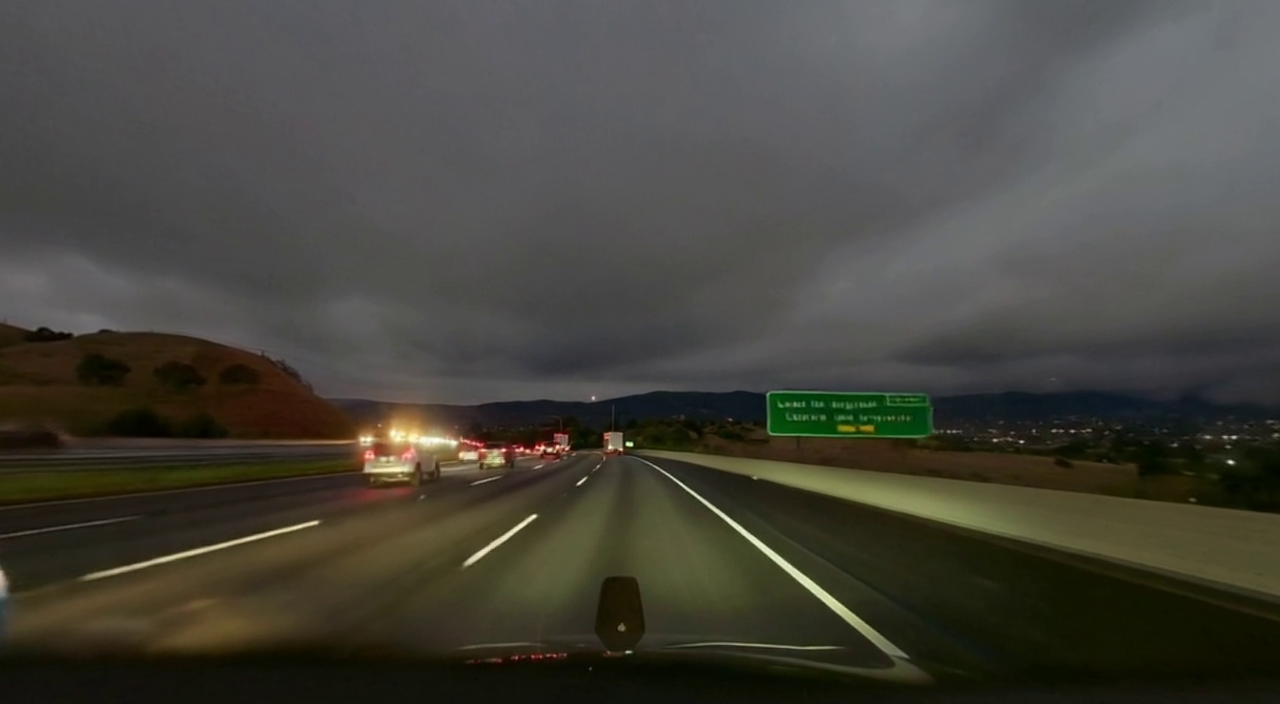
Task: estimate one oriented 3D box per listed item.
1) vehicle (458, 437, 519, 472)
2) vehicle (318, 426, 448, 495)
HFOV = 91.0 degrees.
[{"bbox_3d":[-7.823,5.332,32.986,2.099,1.644,4.638,1,-9,-1],"label":"vehicle"},{"bbox_3d":[-7.315,3.127,18.466,2.081,1.740,4.268,1,-9,-2],"label":"vehicle"}]
